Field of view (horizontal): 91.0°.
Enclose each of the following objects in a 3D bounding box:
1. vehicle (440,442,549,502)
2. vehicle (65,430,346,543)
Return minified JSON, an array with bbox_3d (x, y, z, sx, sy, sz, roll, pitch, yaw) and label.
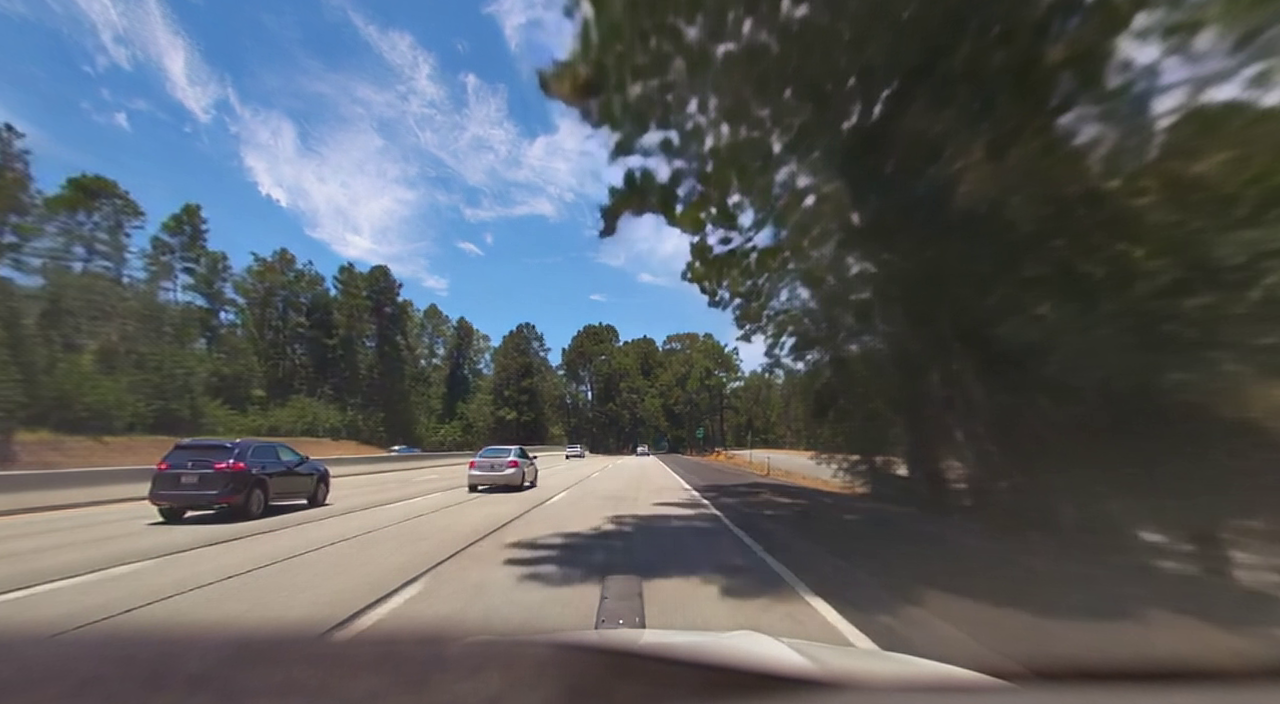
[{"bbox_3d":[-4.151,3.497,18.877,2.104,1.558,4.639,0,-9,1],"label":"vehicle"},{"bbox_3d":[-7.292,2.273,11.260,2.007,1.616,4.141,0,-9,1],"label":"vehicle"}]
